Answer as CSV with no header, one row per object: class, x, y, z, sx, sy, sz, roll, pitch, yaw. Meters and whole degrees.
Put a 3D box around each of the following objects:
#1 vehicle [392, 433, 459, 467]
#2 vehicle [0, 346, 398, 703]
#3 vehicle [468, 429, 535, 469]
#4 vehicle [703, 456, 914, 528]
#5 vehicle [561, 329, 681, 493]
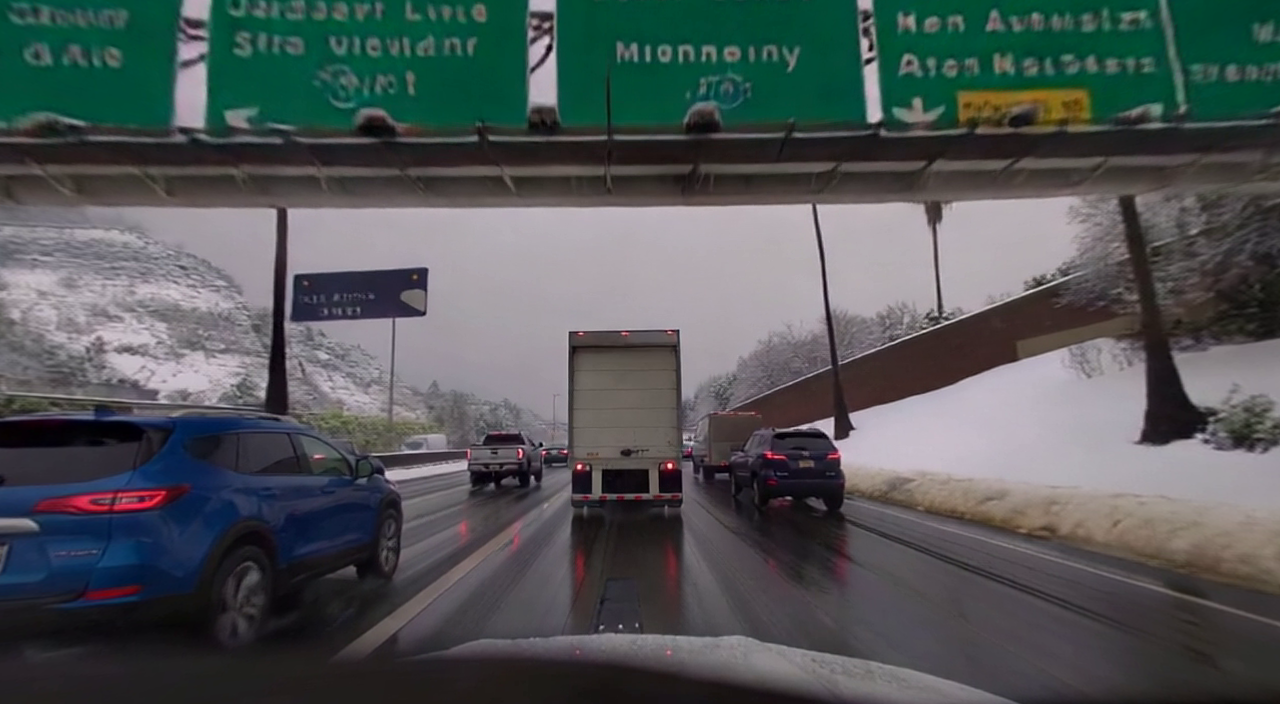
vehicle,-15.758,7.274,46.870,2.716,2.322,6.333,0,-9,0
vehicle,-3.218,1.063,3.819,1.885,1.654,4.103,0,-9,0
vehicle,-7.284,5.190,33.962,2.344,1.954,5.579,0,-9,0
vehicle,2.949,2.678,12.832,2.635,1.036,5.568,0,-9,-2
vehicle,-0.460,2.225,20.897,2.906,4.040,10.743,0,-9,0
